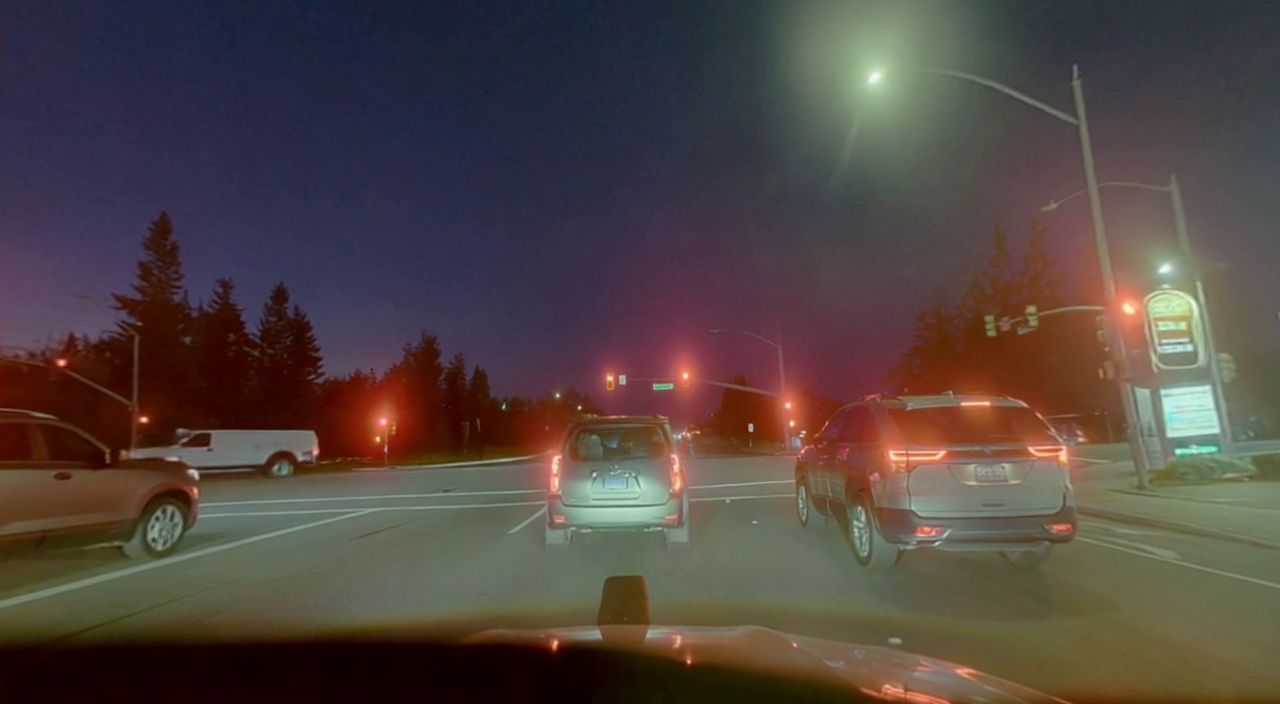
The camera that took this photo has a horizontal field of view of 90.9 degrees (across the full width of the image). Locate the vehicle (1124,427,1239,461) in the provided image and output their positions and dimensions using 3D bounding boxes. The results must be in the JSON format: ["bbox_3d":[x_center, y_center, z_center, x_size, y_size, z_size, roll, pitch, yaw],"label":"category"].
[{"bbox_3d":[24.281,4.125,28.310,4.007,1.420,1.719,2,-8,-12],"label":"vehicle"}]

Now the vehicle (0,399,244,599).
[{"bbox_3d":[-6.732,1.443,6.479,2.011,1.774,4.866,0,-8,2],"label":"vehicle"}]

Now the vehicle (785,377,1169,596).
[{"bbox_3d":[3.257,1.413,7.388,2.083,1.779,4.347,0,-8,0],"label":"vehicle"}]

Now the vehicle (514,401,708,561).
[{"bbox_3d":[-0.282,1.674,8.801,2.067,1.702,3.987,0,-8,1],"label":"vehicle"}]
